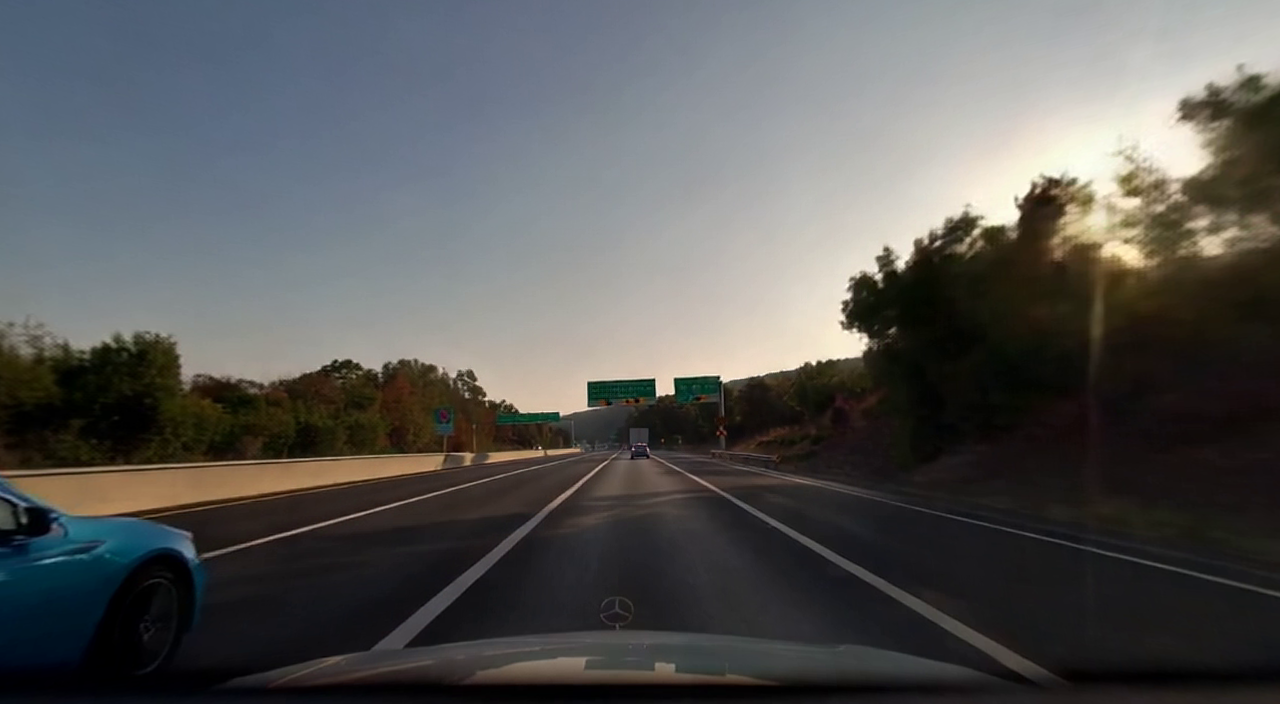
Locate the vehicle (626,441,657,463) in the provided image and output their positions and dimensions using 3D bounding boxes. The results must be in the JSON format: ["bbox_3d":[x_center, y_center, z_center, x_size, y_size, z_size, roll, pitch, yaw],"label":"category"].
[{"bbox_3d":[0.075,6.904,43.777,2.028,1.440,3.690,0,-8,-1],"label":"vehicle"}]
